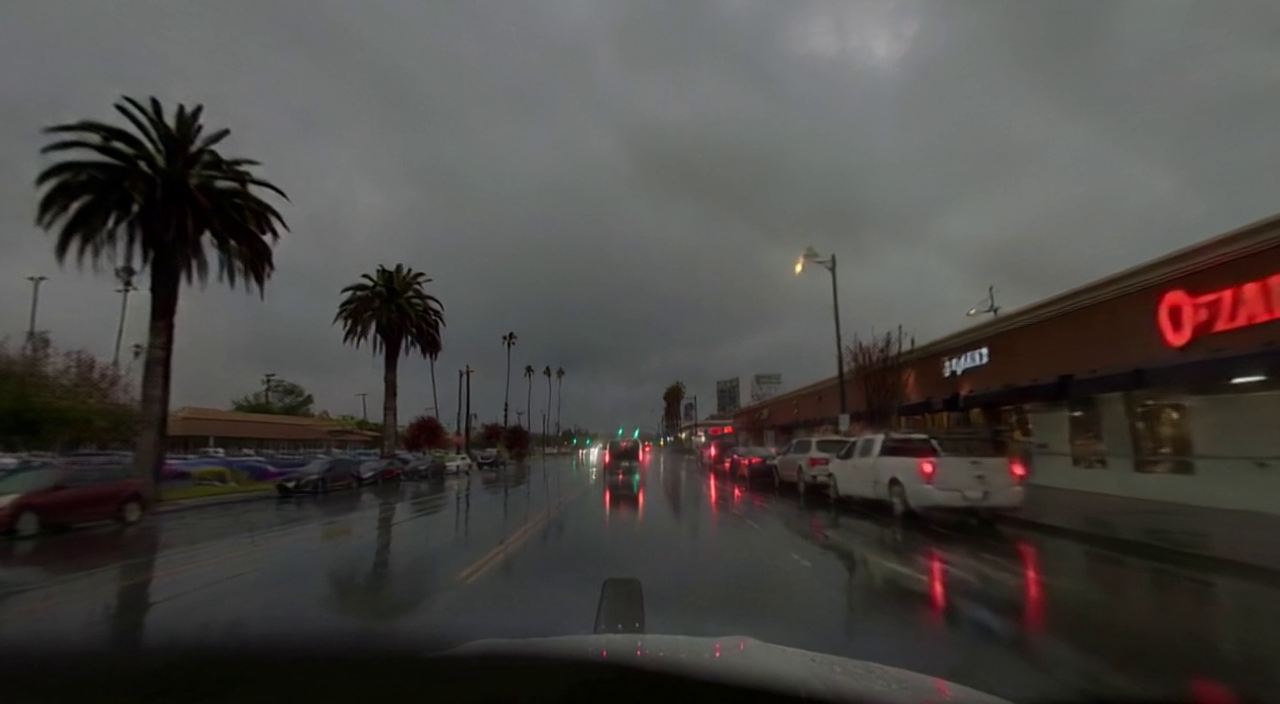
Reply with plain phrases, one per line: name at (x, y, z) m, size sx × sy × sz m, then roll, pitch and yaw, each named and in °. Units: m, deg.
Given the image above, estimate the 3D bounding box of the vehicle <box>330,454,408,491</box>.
vehicle at (-13.065, 5.829, 30.683) m, size 1.804 × 1.441 × 4.534 m, roll -4°, pitch -8°, yaw 0°

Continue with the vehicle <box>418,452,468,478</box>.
vehicle at (-13.324, 7.661, 42.822) m, size 1.914 × 1.489 × 4.523 m, roll -4°, pitch -8°, yaw 0°

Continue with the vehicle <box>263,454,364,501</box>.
vehicle at (-13.282, 5.086, 25.921) m, size 1.840 × 1.521 × 4.450 m, roll -5°, pitch -8°, yaw -1°

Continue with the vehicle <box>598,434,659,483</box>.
vehicle at (-0.413, 4.212, 25.134) m, size 2.239 × 1.763 × 4.096 m, roll 0°, pitch -8°, yaw 0°

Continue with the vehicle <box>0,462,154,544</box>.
vehicle at (-13.268, 3.260, 13.681) m, size 1.968 × 1.472 × 4.345 m, roll -5°, pitch -8°, yaw 0°

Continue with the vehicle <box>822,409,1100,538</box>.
vehicle at (5.691, 2.265, 12.448) m, size 2.430 × 1.924 × 5.779 m, roll 0°, pitch -8°, yaw 0°

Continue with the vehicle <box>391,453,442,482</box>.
vehicle at (-13.255, 6.828, 37.487) m, size 1.774 × 1.522 × 3.699 m, roll -2°, pitch -8°, yaw -1°
